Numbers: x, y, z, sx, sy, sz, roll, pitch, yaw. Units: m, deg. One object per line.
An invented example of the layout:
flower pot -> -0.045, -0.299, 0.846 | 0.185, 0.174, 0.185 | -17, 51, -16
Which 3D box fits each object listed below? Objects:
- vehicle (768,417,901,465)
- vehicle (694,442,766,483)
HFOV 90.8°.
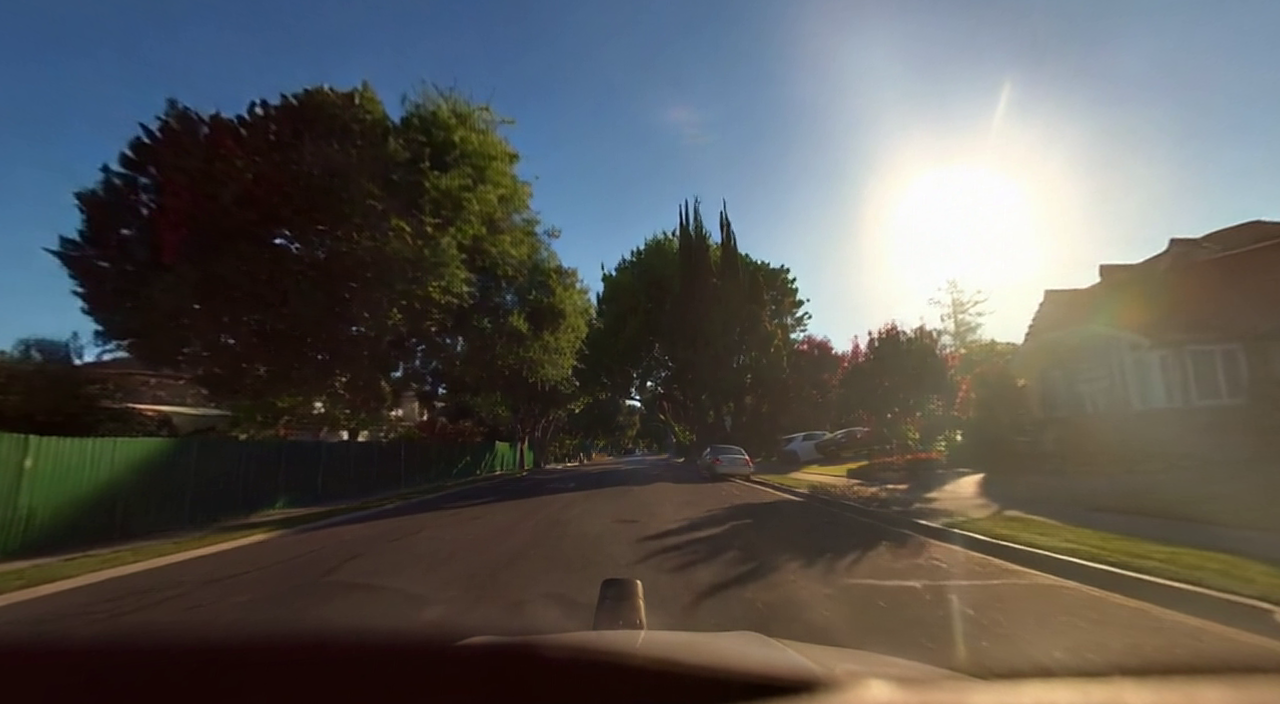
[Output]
vehicle -> 9.787, 4.572, 32.261 | 5.935, 1.911, 2.236 | -4, -10, 0
vehicle -> 3.601, 4.508, 26.212 | 2.051, 1.524, 5.047 | 0, -8, -2
